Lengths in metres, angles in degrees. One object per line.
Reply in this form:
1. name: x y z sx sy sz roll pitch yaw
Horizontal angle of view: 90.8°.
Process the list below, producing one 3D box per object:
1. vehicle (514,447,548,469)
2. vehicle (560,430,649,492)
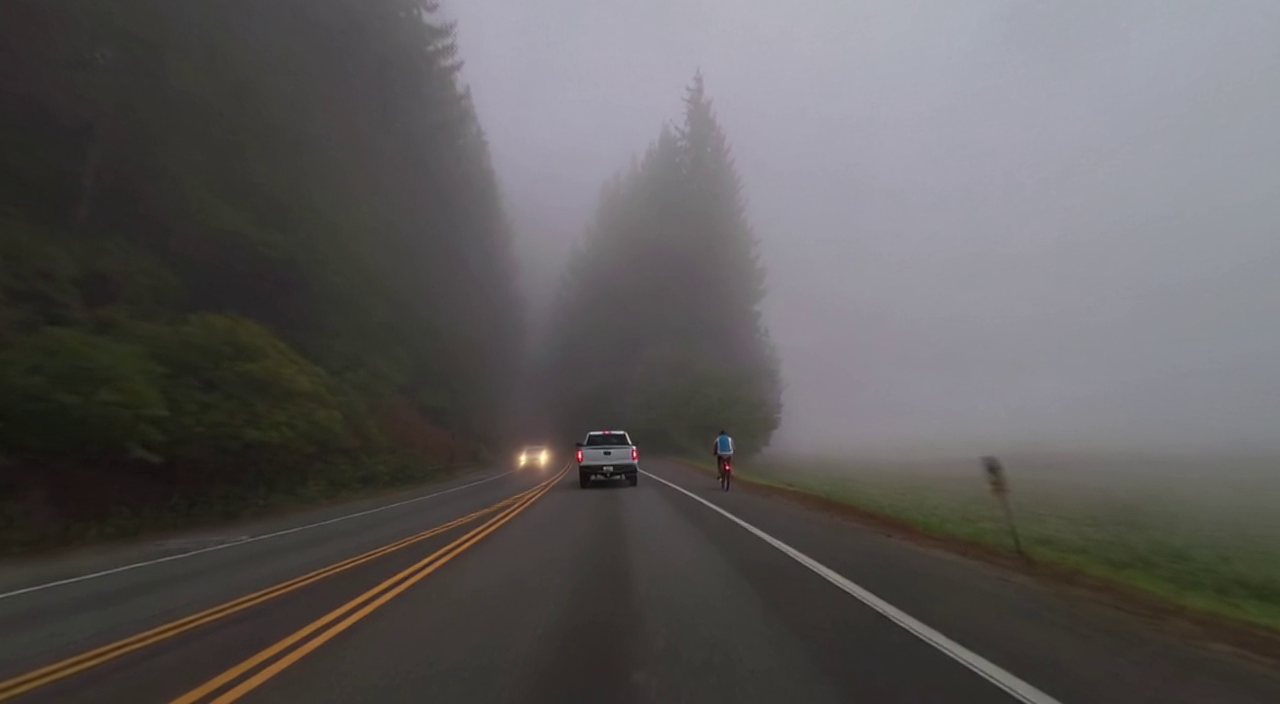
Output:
1. vehicle: -8.276 8.043 48.245 2.118 1.513 4.602 0 -8 -5
2. vehicle: -1.156 3.638 21.467 2.631 1.798 5.331 0 -8 -2
